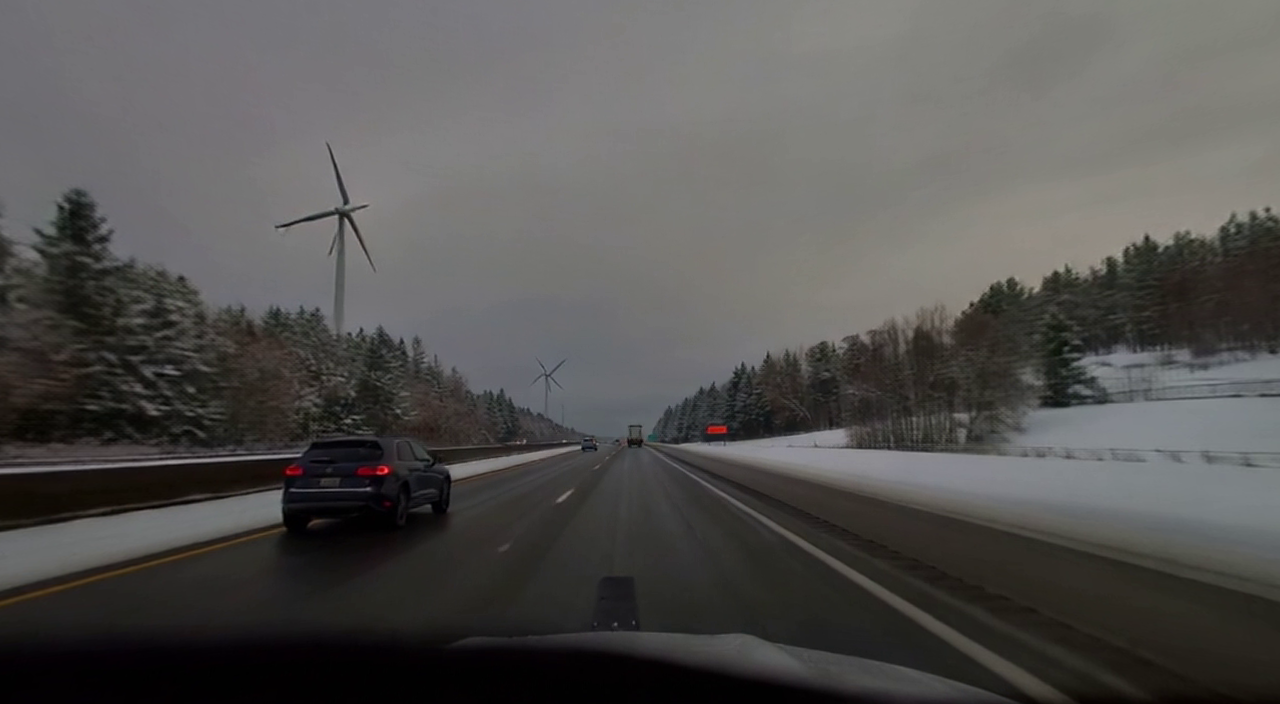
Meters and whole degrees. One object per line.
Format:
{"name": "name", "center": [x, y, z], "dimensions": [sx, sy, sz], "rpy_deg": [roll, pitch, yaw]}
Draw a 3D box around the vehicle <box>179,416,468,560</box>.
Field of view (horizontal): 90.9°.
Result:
{"name": "vehicle", "center": [-3.915, 1.722, 8.734], "dimensions": [1.950, 1.511, 3.965], "rpy_deg": [0, -8, -1]}
